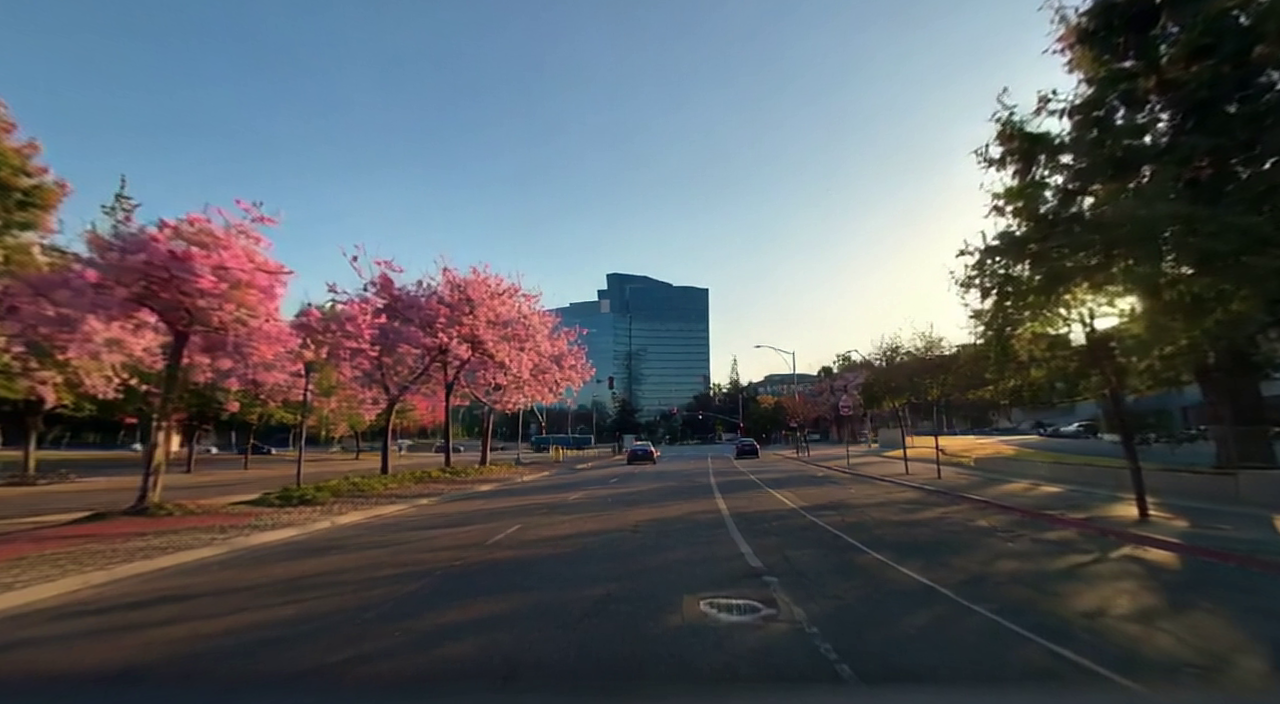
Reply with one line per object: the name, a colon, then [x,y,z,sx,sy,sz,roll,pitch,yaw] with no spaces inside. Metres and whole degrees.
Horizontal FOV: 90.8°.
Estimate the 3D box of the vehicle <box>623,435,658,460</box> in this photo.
vehicle: [0.087,6.914,45.515,1.995,1.703,4.367,-1,-9,7]
